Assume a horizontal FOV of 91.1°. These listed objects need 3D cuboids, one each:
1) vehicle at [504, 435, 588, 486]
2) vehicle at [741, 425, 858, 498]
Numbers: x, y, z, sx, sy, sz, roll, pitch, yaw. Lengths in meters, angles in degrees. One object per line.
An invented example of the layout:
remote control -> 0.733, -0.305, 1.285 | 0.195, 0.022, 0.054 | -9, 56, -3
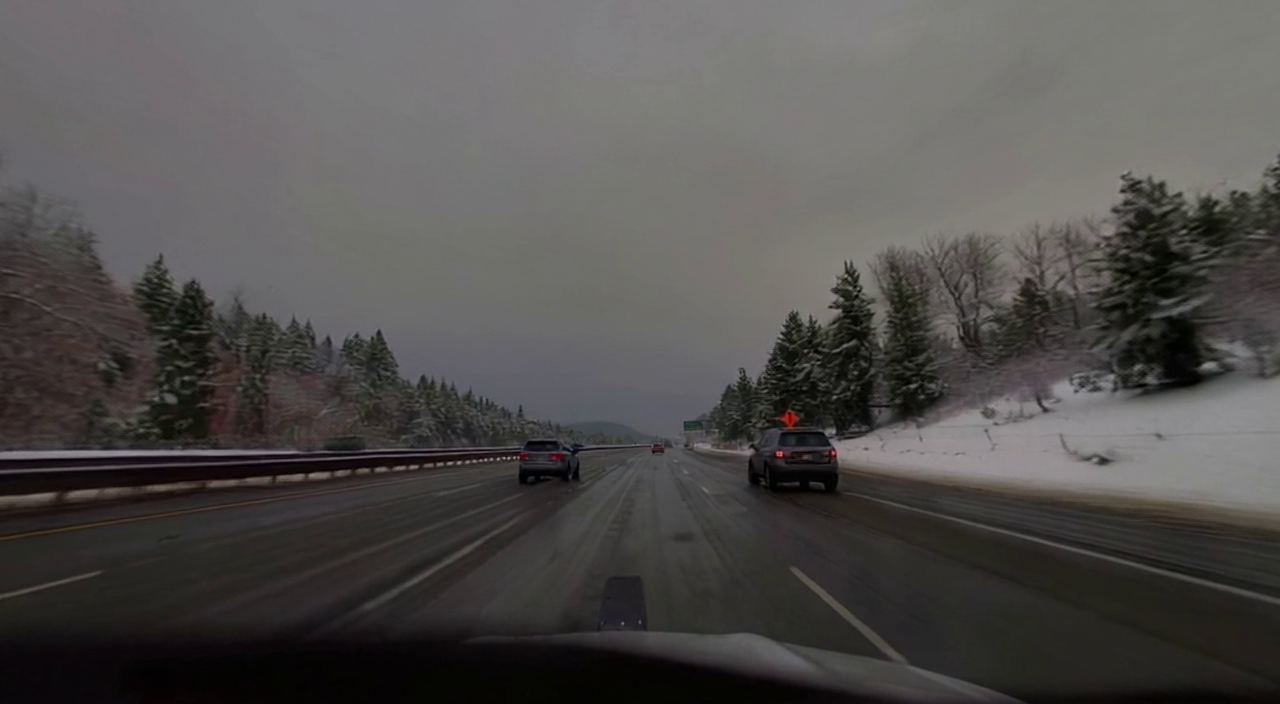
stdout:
vehicle -> -3.177, 3.776, 22.222 | 2.166, 1.608, 4.297 | 0, -8, 2
vehicle -> 4.324, 3.053, 17.866 | 2.149, 1.796, 4.487 | 0, -8, 0
